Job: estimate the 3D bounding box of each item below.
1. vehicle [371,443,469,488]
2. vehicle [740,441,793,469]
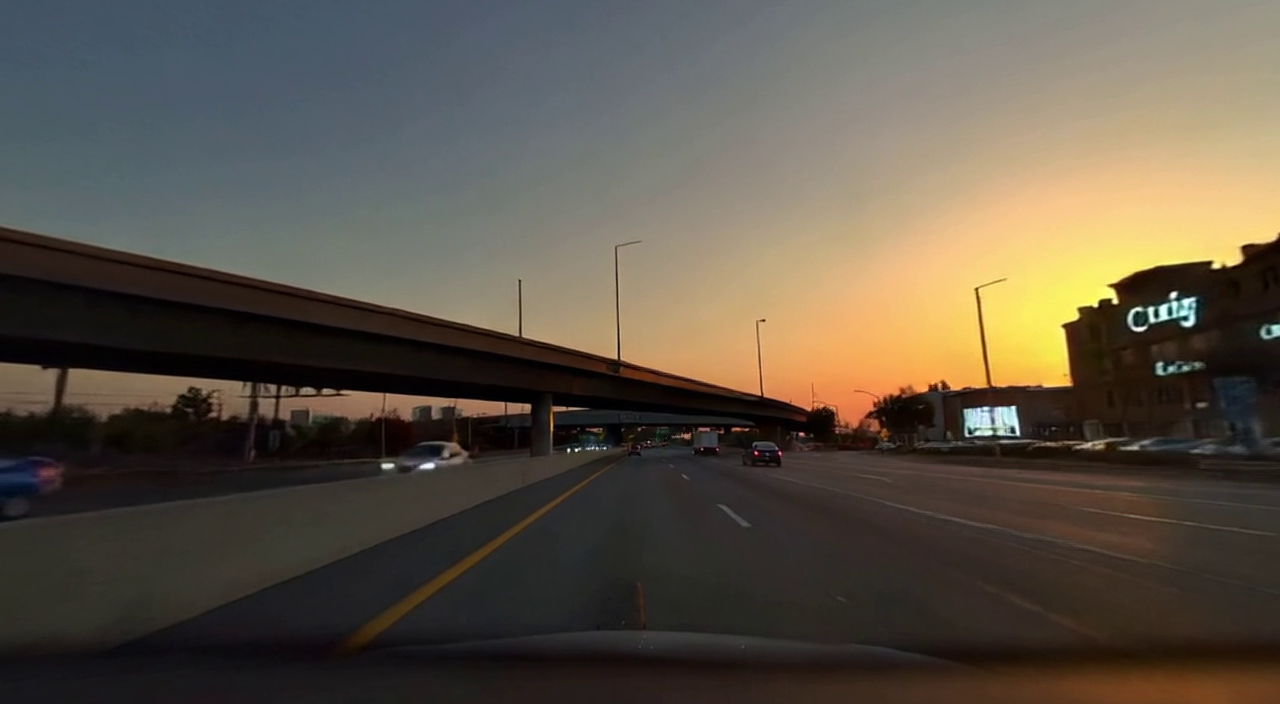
[{"bbox_3d":[-8.044,4.158,23.454,1.880,1.477,4.477,0,-8,2],"label":"vehicle"},{"bbox_3d":[7.510,6.167,37.788,2.079,1.518,5.032,0,-8,-1],"label":"vehicle"}]
